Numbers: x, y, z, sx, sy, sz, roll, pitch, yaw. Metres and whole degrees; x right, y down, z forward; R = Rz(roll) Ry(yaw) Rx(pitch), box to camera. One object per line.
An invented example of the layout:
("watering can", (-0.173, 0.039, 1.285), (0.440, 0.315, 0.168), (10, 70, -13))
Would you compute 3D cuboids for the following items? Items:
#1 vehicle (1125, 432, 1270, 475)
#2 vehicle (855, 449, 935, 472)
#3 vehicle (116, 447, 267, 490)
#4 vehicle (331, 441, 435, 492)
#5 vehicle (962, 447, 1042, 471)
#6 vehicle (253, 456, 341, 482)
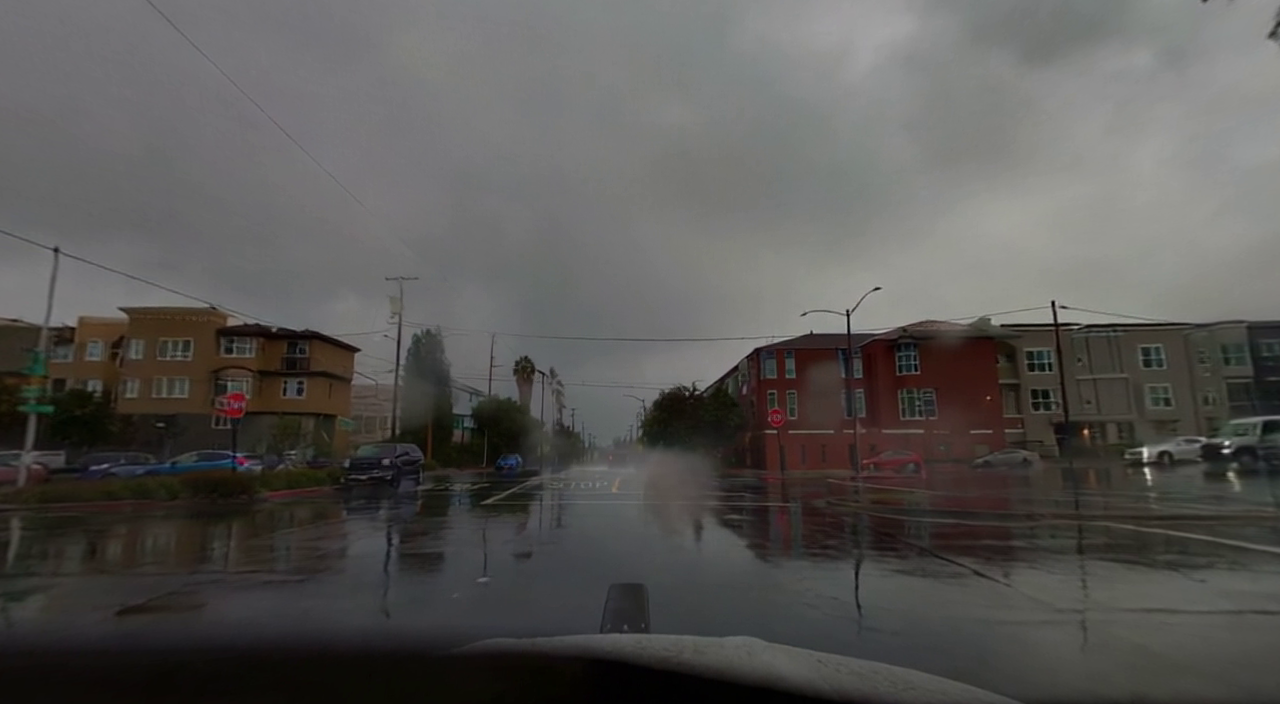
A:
("vehicle", (28.152, 5.088, 31.948), (5.277, 2.032, 2.408), (1, -7, -5))
("vehicle", (16.972, 7.221, 42.039), (4.528, 1.458, 1.939), (1, -7, -6))
("vehicle", (-18.458, 4.757, 26.186), (2.010, 1.583, 4.582), (-6, -10, 33))
("vehicle", (-9.270, 4.182, 23.264), (2.156, 1.620, 4.945), (0, -9, -5))
("vehicle", (24.420, 7.219, 42.600), (4.323, 1.507, 1.896), (1, -8, -5))
("vehicle", (-21.182, 7.222, 39.087), (4.277, 1.527, 1.987), (0, -8, -4))
